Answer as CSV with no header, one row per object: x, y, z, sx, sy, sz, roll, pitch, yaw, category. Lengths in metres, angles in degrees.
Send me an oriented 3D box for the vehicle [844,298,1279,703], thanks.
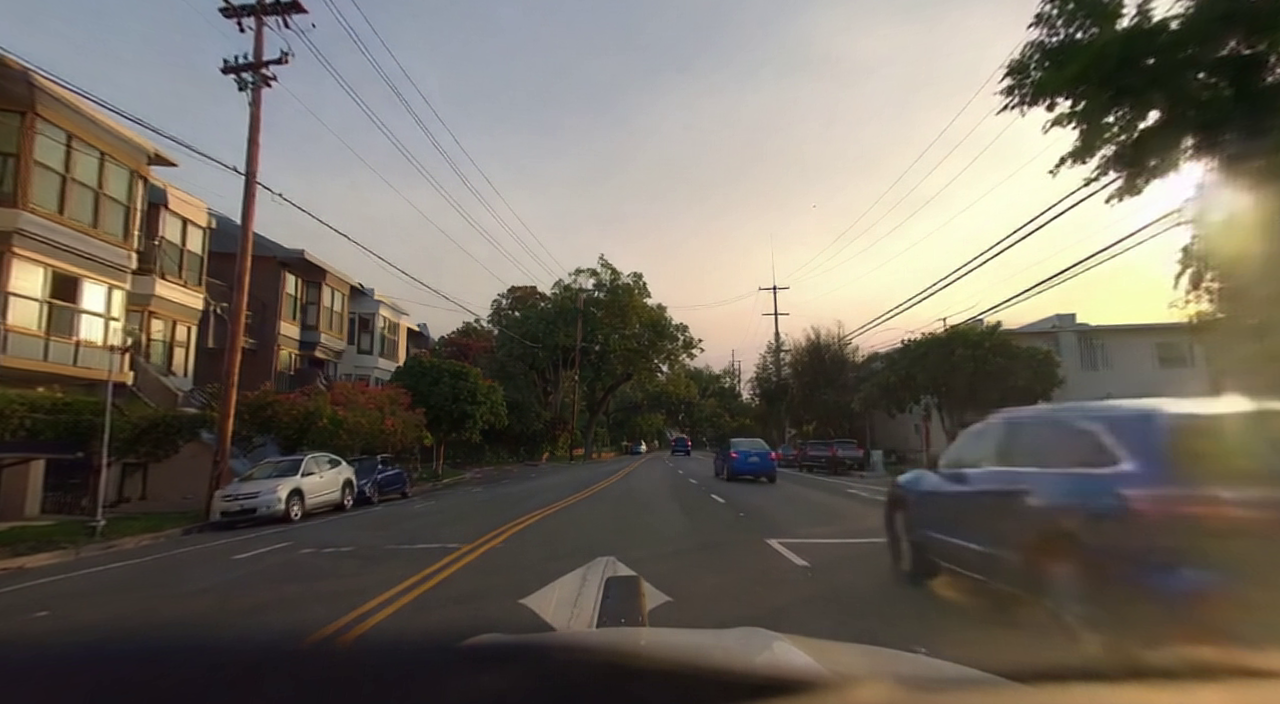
3.581,1.051,4.766,2.368,1.840,4.896,0,-8,0,vehicle

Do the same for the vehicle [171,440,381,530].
-8.564,3.112,15.447,2.381,1.825,4.652,0,-8,-1,vehicle

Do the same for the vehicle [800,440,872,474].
9.278,5.005,30.122,1.935,1.478,4.711,0,-8,0,vehicle

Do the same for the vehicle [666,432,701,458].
3.111,6.783,45.653,2.046,1.784,4.687,0,-8,-1,vehicle

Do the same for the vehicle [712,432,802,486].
3.669,3.453,20.575,2.028,1.552,4.370,0,-8,-1,vehicle
